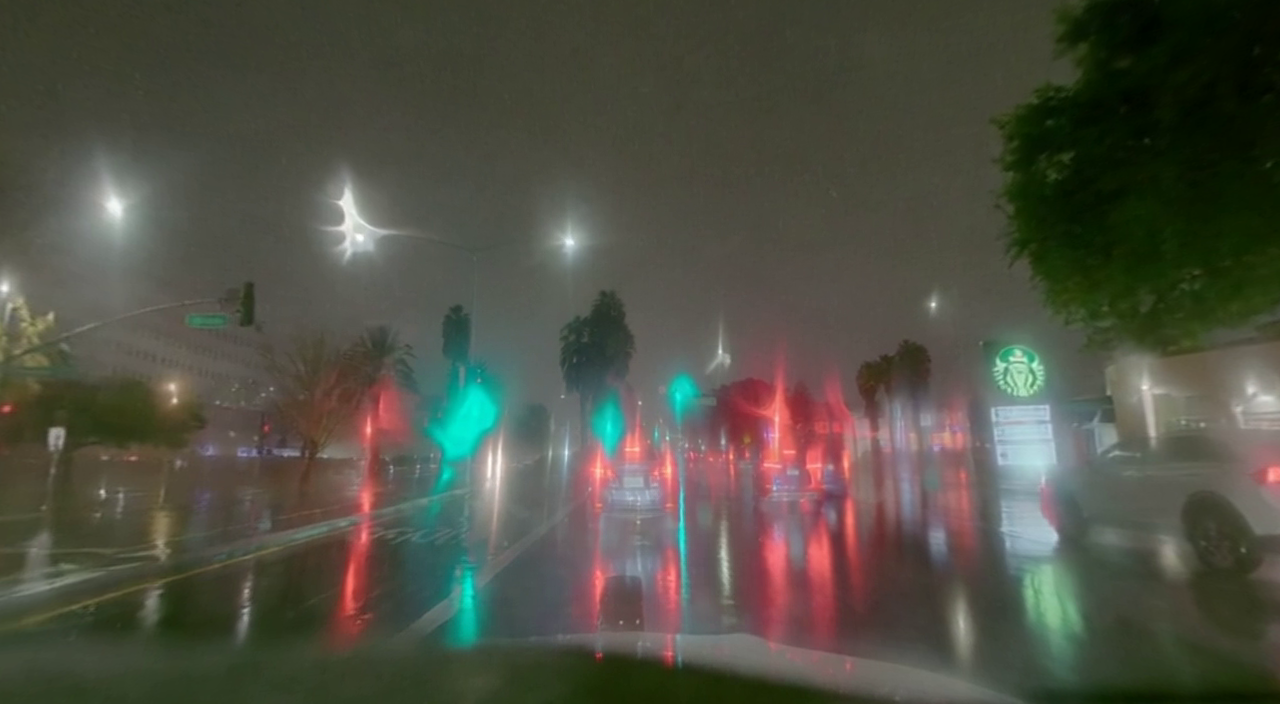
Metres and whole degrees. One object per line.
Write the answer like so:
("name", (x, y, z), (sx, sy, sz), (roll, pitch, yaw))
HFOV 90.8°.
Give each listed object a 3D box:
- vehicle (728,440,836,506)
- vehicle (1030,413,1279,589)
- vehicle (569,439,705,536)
("vehicle", (3.689, 3.207, 17.228), (1.892, 1.532, 4.177), (0, -8, -1))
("vehicle", (7.073, 1.669, 7.688), (1.940, 1.674, 4.085), (0, -8, -1))
("vehicle", (-0.086, 2.406, 11.860), (2.110, 1.487, 3.873), (0, -8, -1))
